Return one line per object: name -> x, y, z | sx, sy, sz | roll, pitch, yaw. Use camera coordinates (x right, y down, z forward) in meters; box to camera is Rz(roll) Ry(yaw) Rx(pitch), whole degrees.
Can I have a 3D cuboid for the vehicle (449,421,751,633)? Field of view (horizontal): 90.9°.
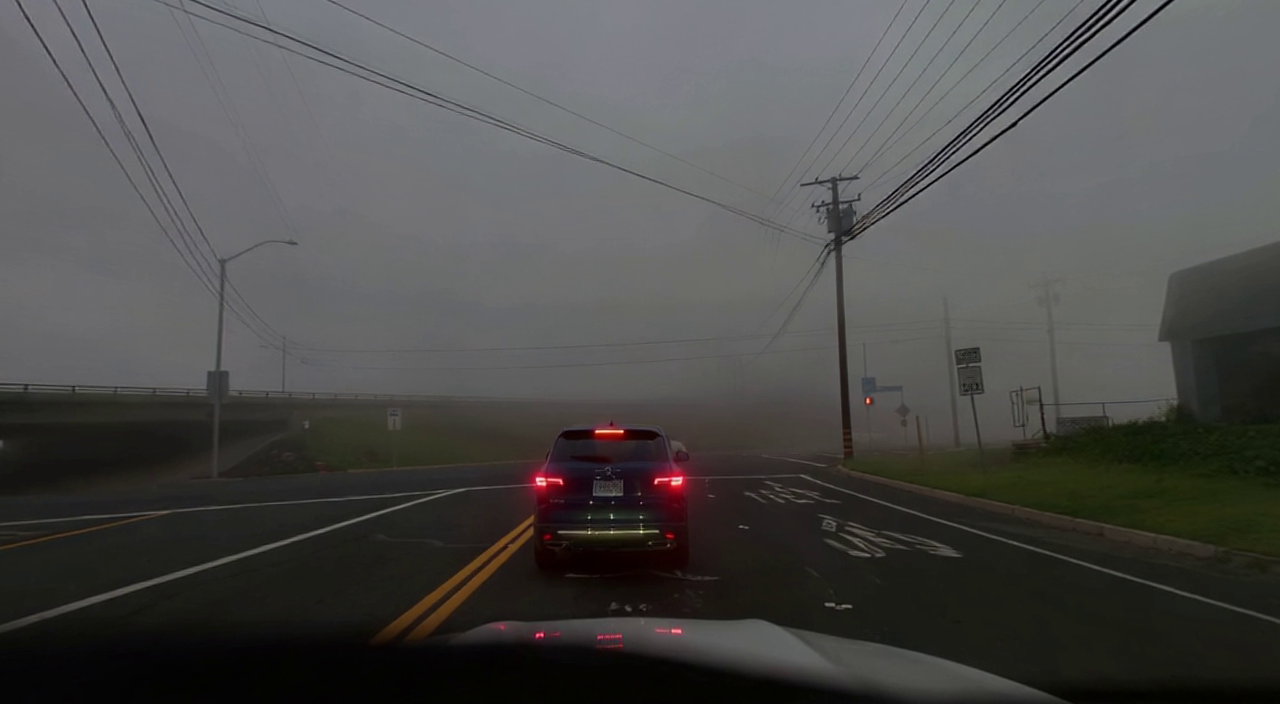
vehicle -> -0.242, 1.527, 6.465 | 2.090, 1.458, 4.033 | -1, -9, 1
